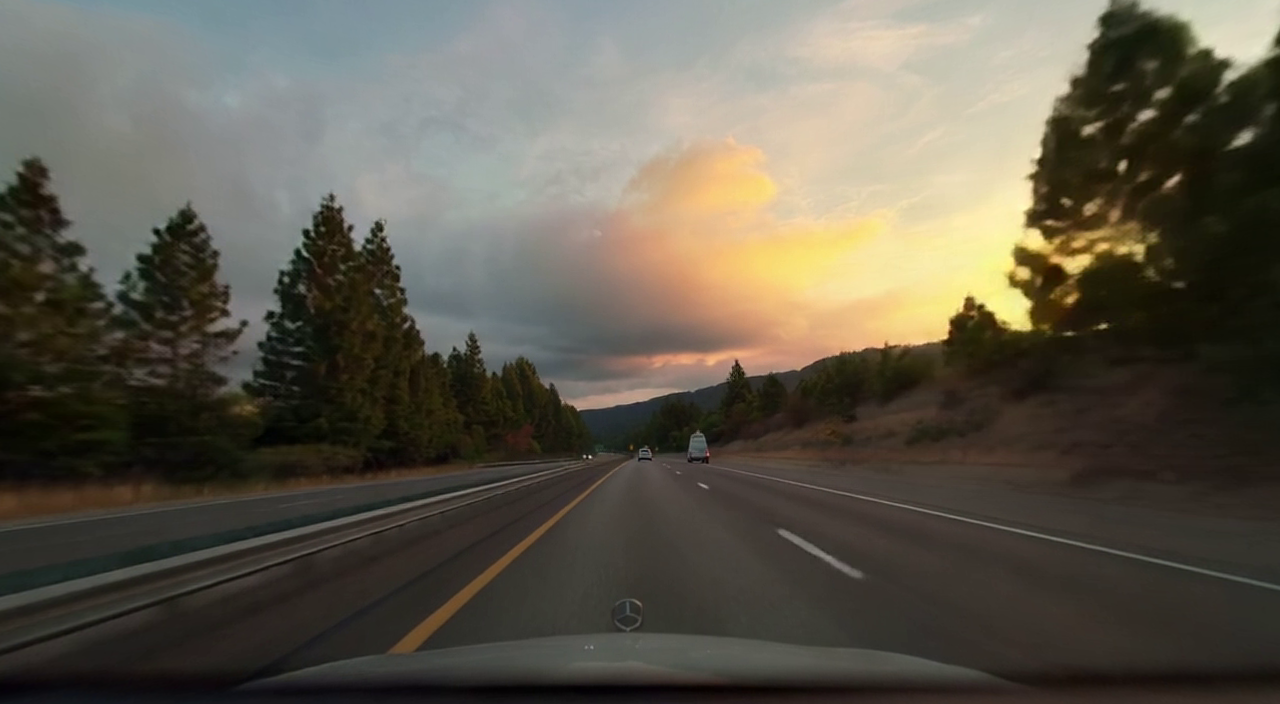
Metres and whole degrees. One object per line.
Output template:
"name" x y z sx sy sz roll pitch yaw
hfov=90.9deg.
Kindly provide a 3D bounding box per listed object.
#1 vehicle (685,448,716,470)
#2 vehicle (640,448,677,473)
"vehicle" 4.489 7.939 46.909 1.846 1.485 3.679 0 -9 -1
"vehicle" 1.128 6.880 40.134 2.162 1.492 3.975 0 -9 0
